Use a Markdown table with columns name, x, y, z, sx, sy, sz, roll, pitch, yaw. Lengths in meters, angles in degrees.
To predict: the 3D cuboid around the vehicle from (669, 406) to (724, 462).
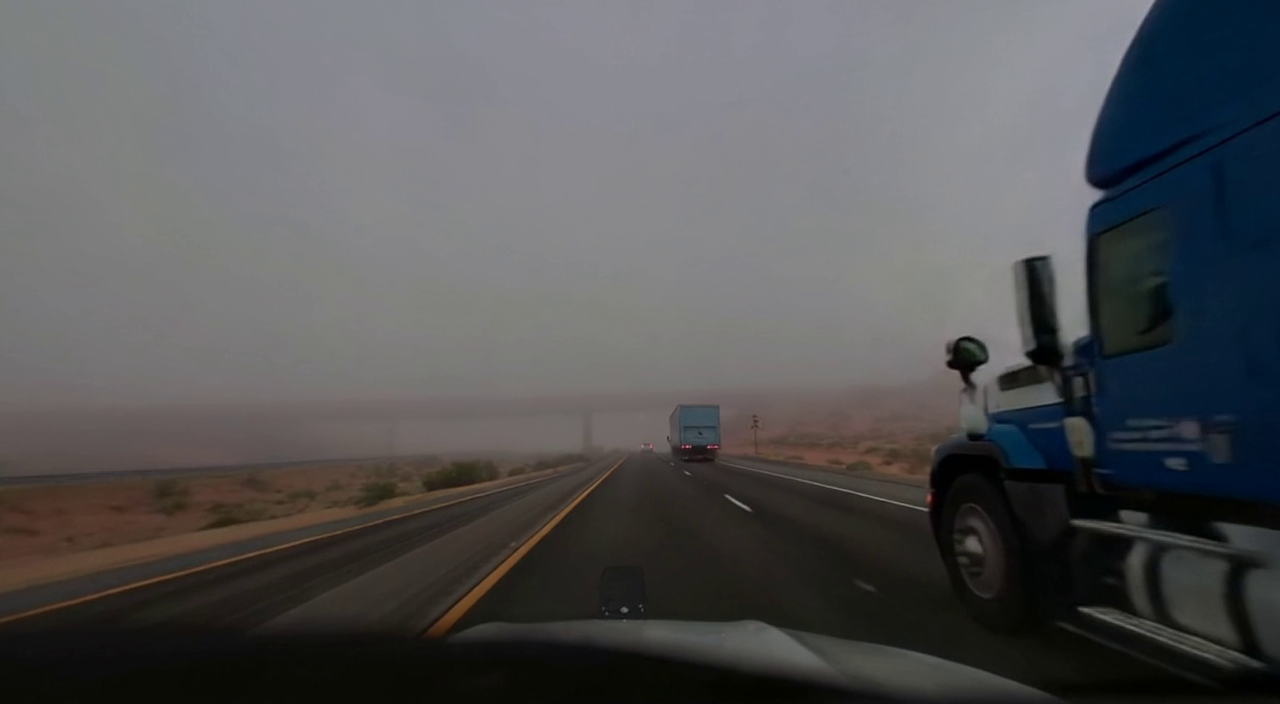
| name | x | y | z | sx | sy | sz | roll | pitch | yaw |
| --- | --- | --- | --- | --- | --- | --- | --- | --- | --- |
| vehicle | 4.083 | 6.326 | 48.027 | 3.024 | 3.834 | 10.128 | 0 | -8 | -1 |
